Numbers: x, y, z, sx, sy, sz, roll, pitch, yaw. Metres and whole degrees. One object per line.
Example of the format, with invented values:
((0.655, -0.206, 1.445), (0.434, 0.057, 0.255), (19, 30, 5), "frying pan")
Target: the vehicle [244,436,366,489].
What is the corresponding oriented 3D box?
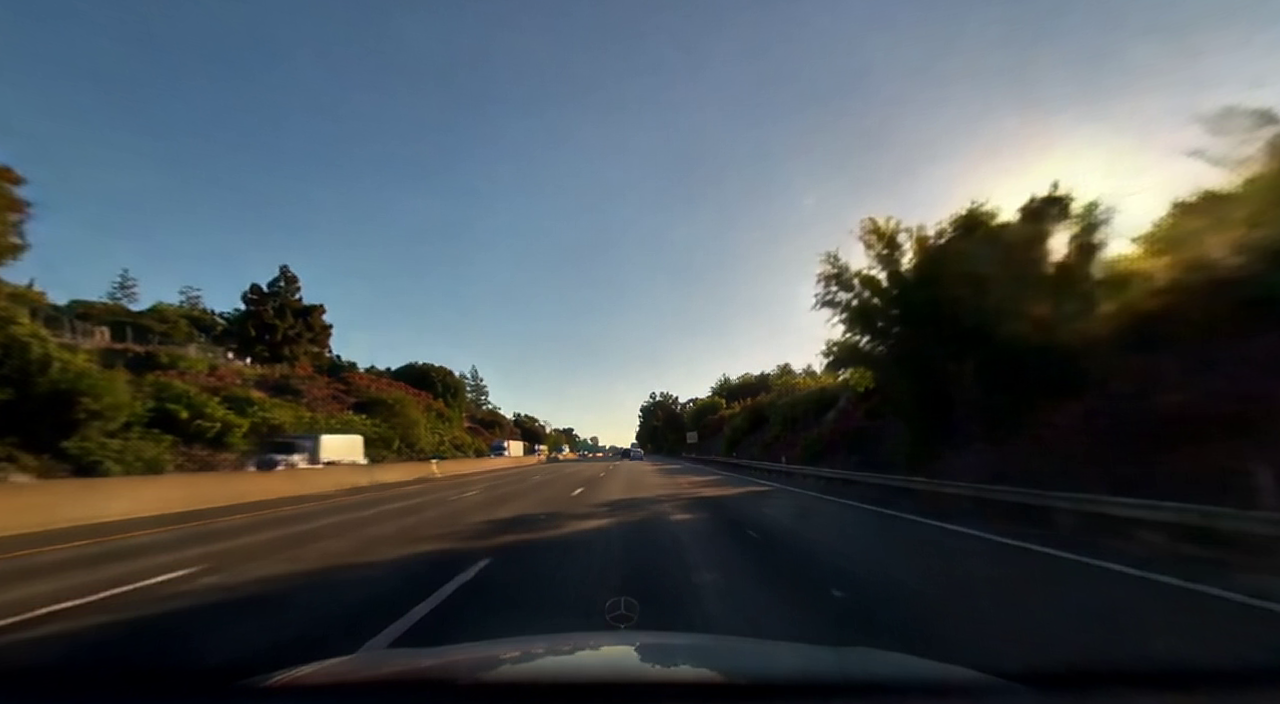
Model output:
((-15.655, 5.193, 29.848), (2.429, 2.218, 6.111), (0, -9, 0), "vehicle")
